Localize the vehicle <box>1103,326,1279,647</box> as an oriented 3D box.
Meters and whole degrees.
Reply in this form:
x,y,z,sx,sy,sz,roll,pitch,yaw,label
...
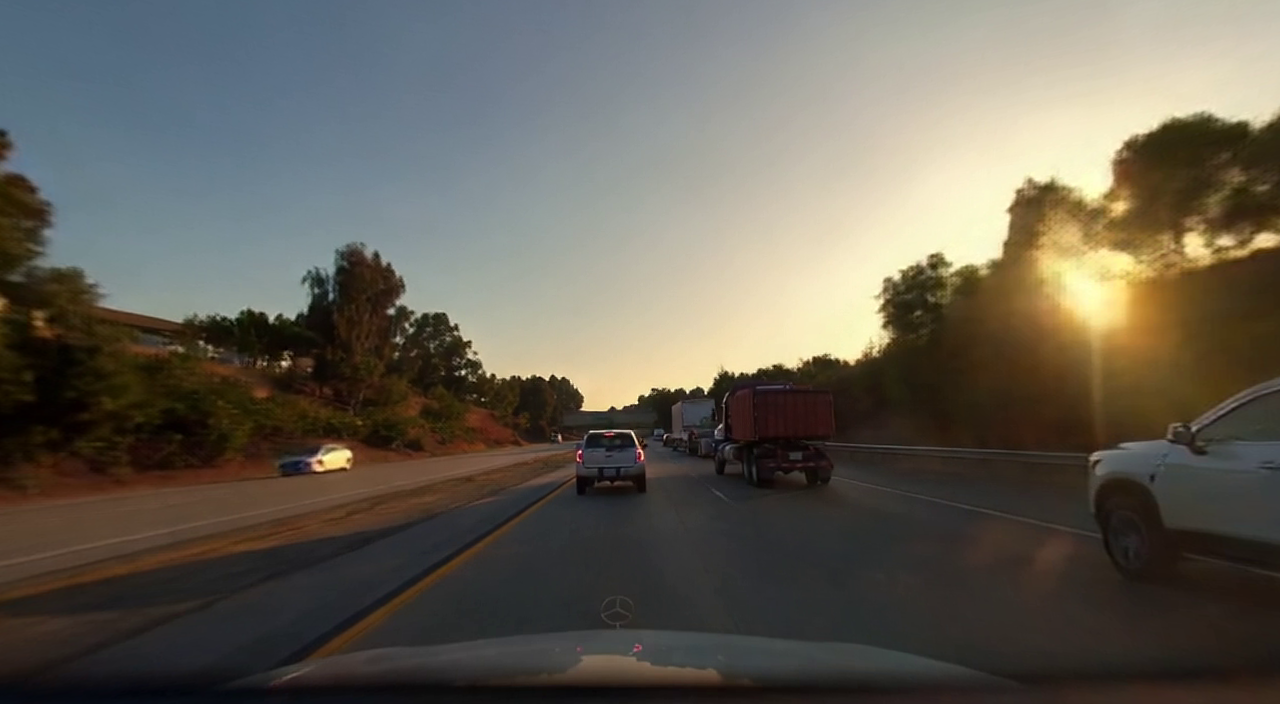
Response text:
x,y,z,sx,sy,sz,roll,pitch,yaw,label
4.830,0.722,3.157,2.011,1.905,3.905,0,-7,1,vehicle

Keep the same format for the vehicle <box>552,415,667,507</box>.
x,y,z,sx,sy,sz,roll,pitch,yaw,label
-0.571,2.250,13.530,2.082,1.638,4.055,0,-8,-1,vehicle

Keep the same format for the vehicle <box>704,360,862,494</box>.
x,y,z,sx,sy,sz,roll,pitch,yaw,label
3.653,2.238,18.571,2.723,3.027,8.478,0,-7,0,vehicle

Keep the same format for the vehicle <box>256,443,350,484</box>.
x,y,z,sx,sy,sz,roll,pitch,yaw,label
-13.513,4.453,25.530,1.787,1.453,3.660,0,-8,0,vehicle
